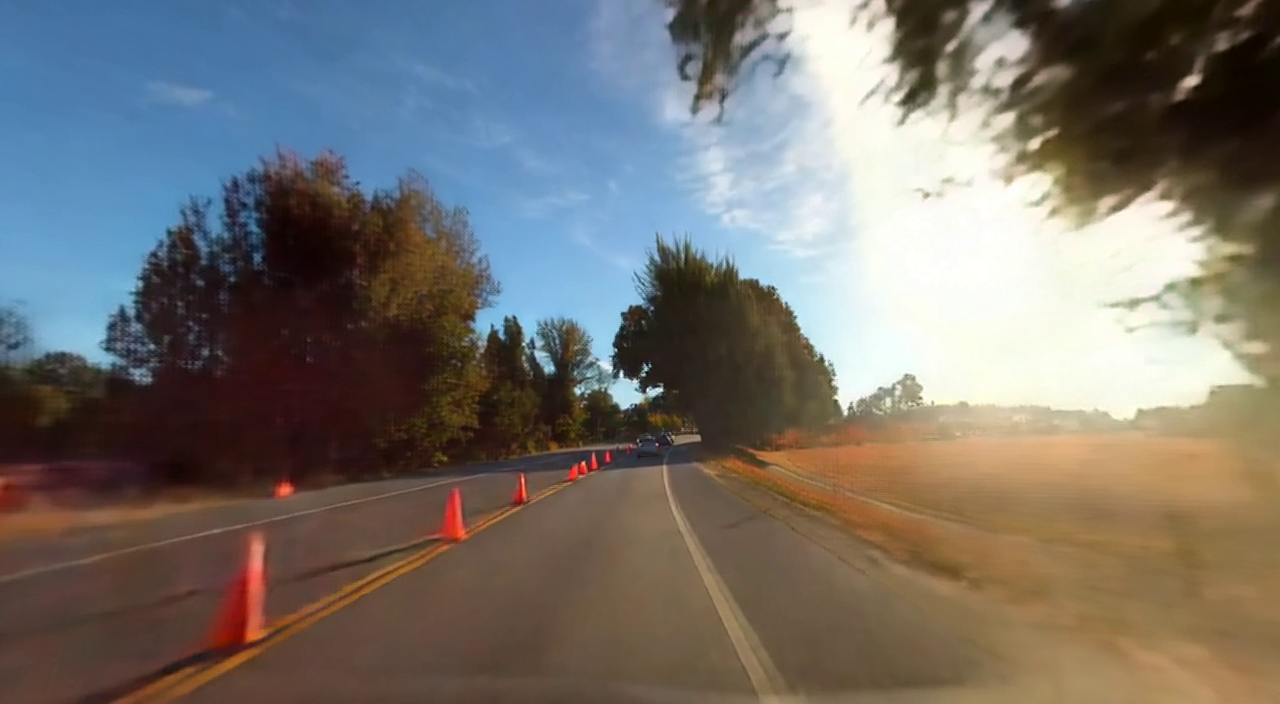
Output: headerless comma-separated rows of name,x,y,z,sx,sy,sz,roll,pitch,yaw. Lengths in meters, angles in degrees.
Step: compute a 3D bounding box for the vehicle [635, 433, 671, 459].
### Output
vehicle,0.861,5.775,38.730,2.042,1.489,3.963,-1,-9,3
